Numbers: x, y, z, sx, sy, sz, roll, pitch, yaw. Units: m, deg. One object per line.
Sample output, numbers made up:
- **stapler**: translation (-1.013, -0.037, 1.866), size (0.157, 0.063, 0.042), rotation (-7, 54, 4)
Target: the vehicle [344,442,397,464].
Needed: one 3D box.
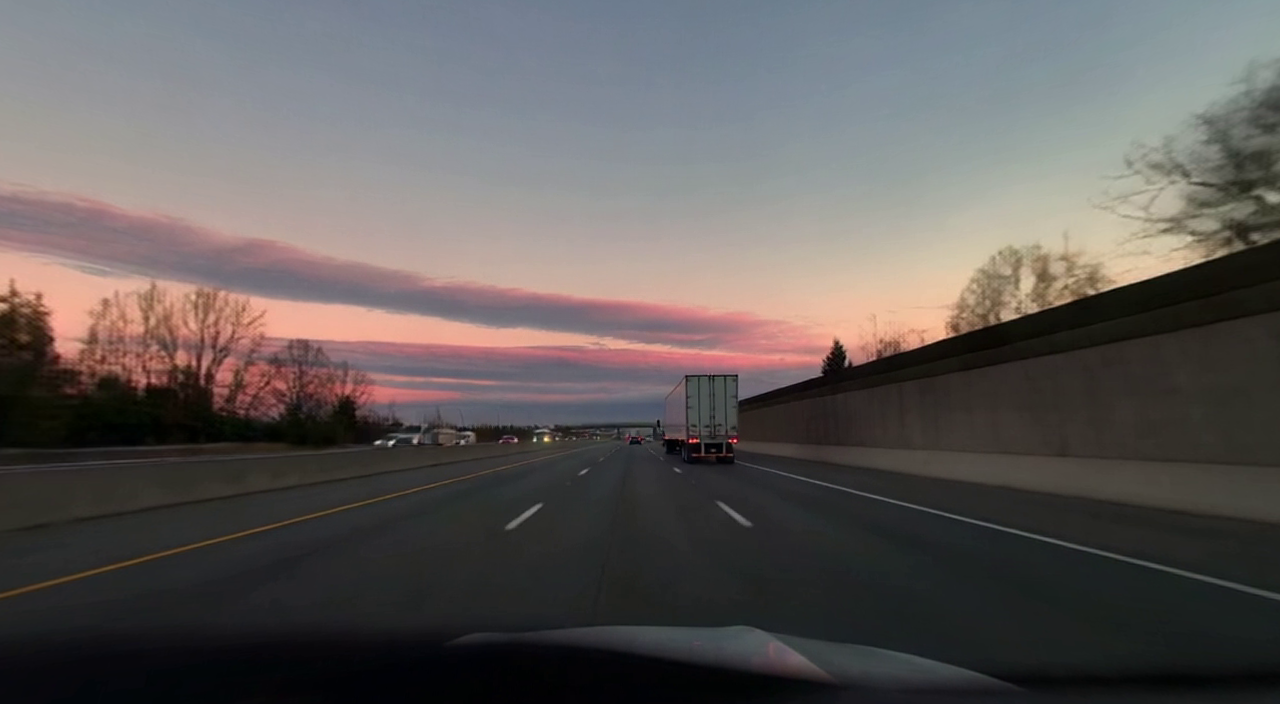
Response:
- **vehicle**: translation (-19.534, 7.320, 45.712), size (1.871, 1.496, 4.388), rotation (0, -8, 0)

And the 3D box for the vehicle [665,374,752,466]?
- **vehicle**: translation (3.417, 4.103, 36.526), size (2.979, 4.161, 15.508), rotation (1, -7, -1)

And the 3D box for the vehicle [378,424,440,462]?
- **vehicle**: translation (-16.154, 6.390, 44.289), size (2.353, 2.443, 5.476), rotation (0, -8, -1)
